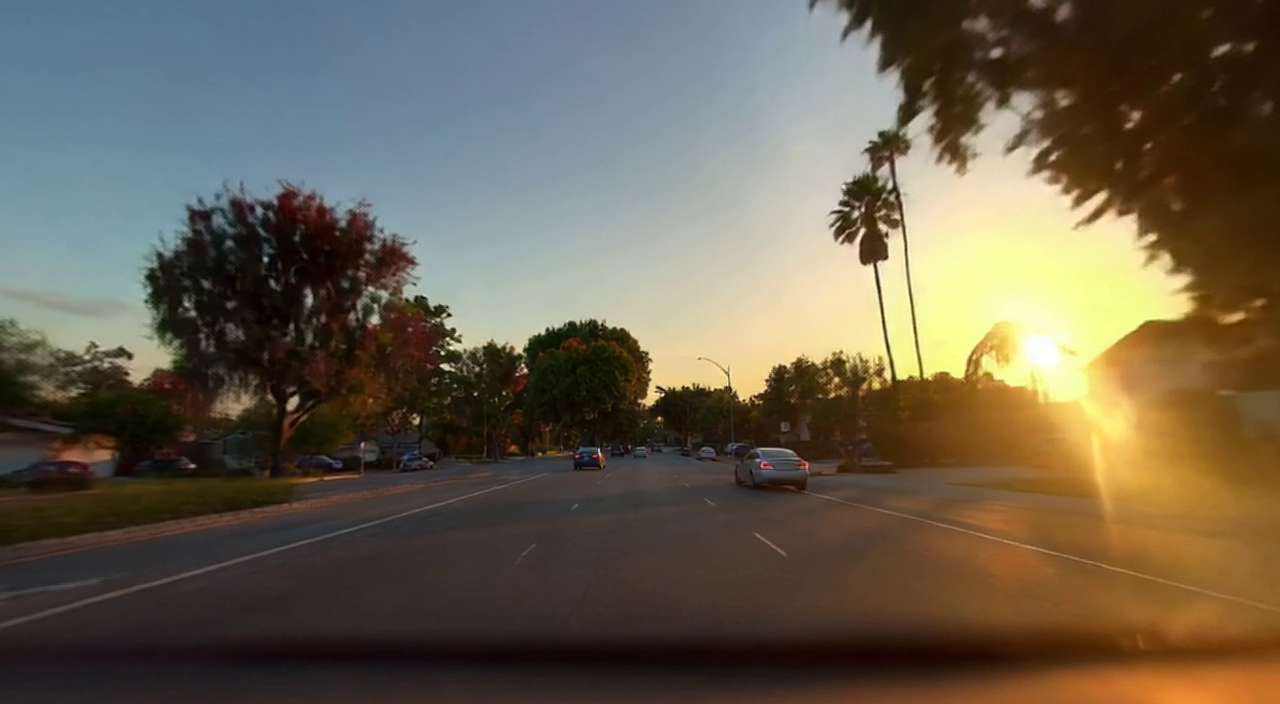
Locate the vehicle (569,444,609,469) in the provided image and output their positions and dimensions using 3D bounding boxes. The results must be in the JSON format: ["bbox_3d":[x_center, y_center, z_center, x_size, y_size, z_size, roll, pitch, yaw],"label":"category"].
[{"bbox_3d":[-3.281,6.896,41.809,2.263,1.548,4.555,0,-8,0],"label":"vehicle"}]

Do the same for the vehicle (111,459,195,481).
[{"bbox_3d":[-35.411,8.606,46.022,4.503,1.515,1.964,-1,-9,2],"label":"vehicle"}]

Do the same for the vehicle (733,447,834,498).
[{"bbox_3d":[4.424,3.777,20.367,2.149,1.421,4.805,0,-8,0],"label":"vehicle"}]
